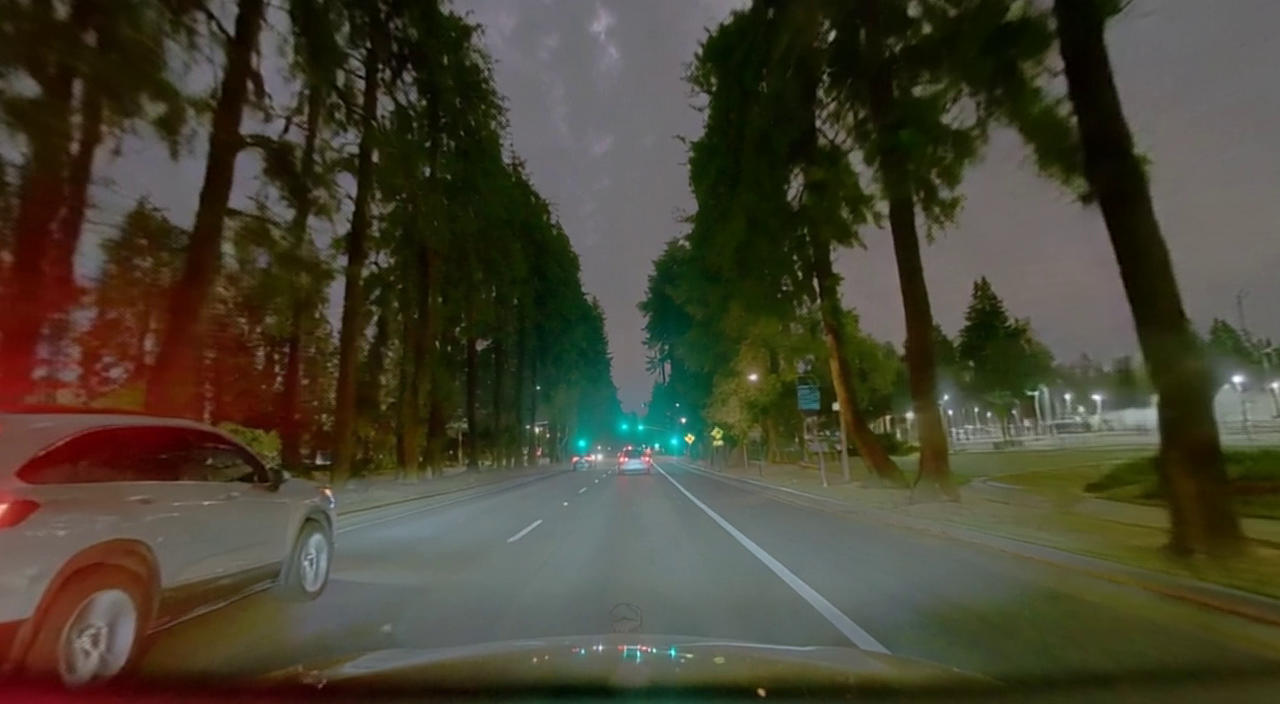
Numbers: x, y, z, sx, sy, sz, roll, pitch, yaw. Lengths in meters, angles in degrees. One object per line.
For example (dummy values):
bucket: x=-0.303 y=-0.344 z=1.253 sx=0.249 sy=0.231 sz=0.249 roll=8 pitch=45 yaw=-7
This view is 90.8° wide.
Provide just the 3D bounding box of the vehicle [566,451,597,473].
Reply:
vehicle: x=-4.239 y=8.025 z=46.255 sx=1.936 sy=1.538 sz=4.016 roll=0 pitch=-9 yaw=0

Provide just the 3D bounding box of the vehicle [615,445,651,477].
vehicle: x=-0.416 y=6.451 z=37.701 sx=2.018 sy=1.769 sz=3.897 roll=0 pitch=-9 yaw=0

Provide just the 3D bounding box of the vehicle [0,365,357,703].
vehicle: x=-4.048 y=1.176 z=4.599 sx=1.860 sy=1.741 sz=4.479 roll=0 pitch=-9 yaw=0
